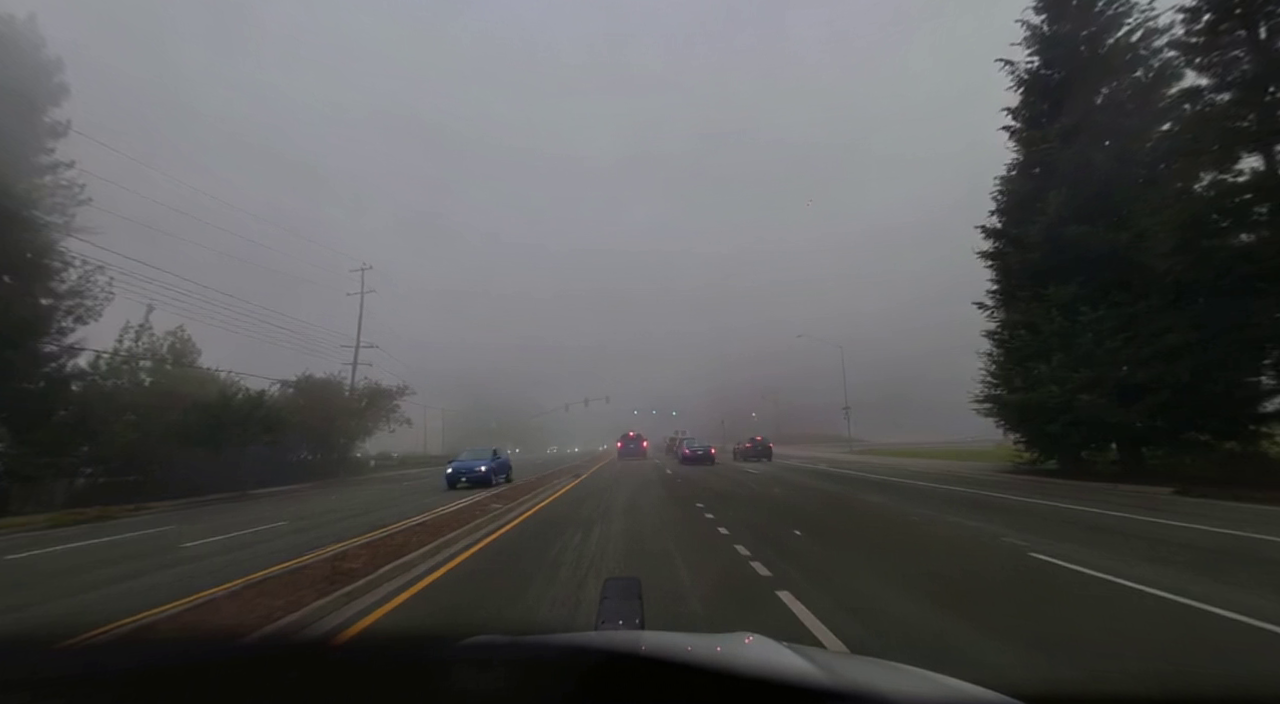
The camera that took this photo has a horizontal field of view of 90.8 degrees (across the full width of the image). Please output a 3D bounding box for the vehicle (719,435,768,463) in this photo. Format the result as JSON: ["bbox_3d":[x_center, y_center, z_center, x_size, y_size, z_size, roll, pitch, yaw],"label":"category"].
[{"bbox_3d":[6.524,6.177,40.386,2.198,1.678,4.419,0,-9,-2],"label":"vehicle"}]

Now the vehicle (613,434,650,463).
[{"bbox_3d":[-0.533,6.412,42.185,2.300,1.821,4.254,0,-9,0],"label":"vehicle"}]

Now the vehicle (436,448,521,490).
[{"bbox_3d":[-6.179,4.507,24.780,2.157,1.483,4.397,0,-9,1],"label":"vehicle"}]

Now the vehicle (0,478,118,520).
[{"bbox_3d":[-26.813,6.761,29.300,3.647,1.670,1.716,5,-10,-31],"label":"vehicle"}]

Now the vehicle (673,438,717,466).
[{"bbox_3d":[2.993,5.563,35.290,1.984,1.462,4.513,0,-9,-1],"label":"vehicle"}]
